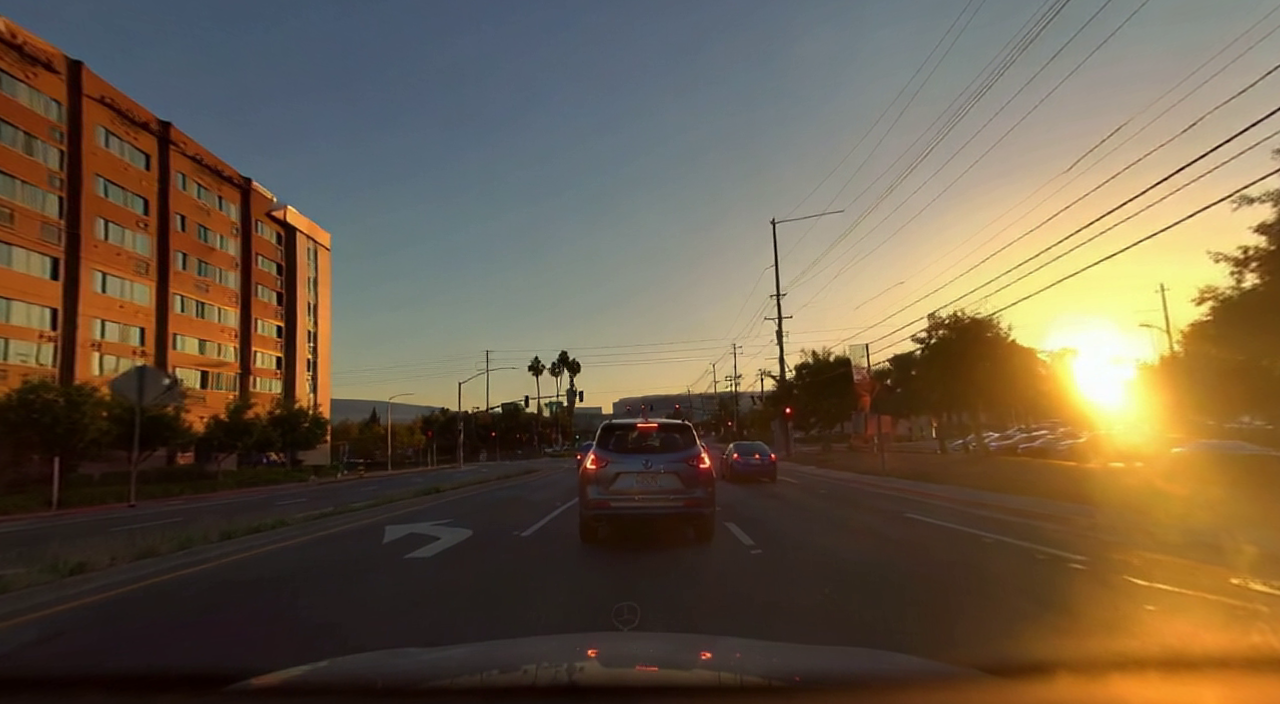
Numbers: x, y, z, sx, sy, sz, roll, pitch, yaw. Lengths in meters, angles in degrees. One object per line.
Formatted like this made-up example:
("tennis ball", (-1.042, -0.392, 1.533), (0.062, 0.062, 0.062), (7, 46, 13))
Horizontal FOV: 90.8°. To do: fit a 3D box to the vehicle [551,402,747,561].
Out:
("vehicle", (0.102, 1.787, 9.347), (2.189, 1.776, 4.342), (0, -9, 0))
